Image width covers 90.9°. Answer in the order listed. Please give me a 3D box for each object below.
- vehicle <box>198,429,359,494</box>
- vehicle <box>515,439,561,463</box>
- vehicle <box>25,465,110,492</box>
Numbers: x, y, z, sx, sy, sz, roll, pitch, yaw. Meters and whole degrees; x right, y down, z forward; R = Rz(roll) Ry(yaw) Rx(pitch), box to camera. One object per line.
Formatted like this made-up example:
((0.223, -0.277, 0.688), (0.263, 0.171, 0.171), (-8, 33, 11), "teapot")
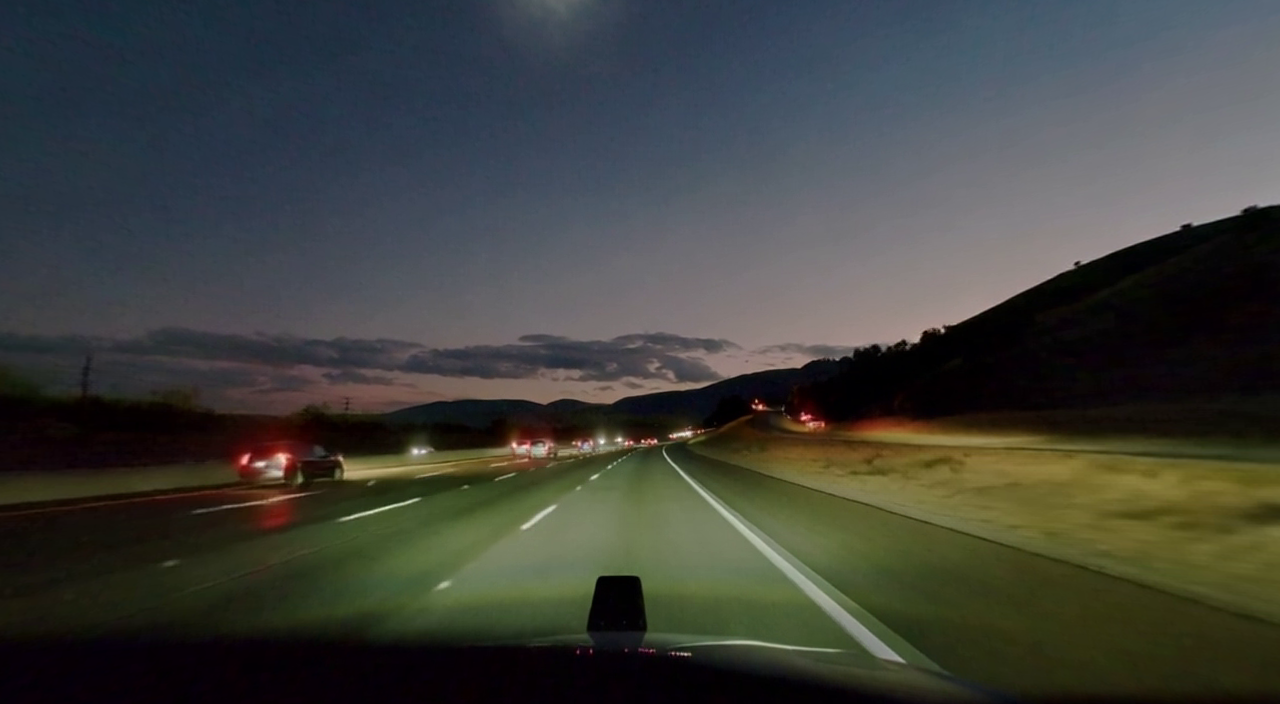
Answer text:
((-10.640, 3.240, 19.048), (2.122, 1.695, 4.437), (0, -8, 1), "vehicle")
((-6.584, 6.427, 41.164), (2.107, 1.484, 4.449), (0, -8, 2), "vehicle")
((-36.424, 8.031, 40.264), (1.735, 1.454, 3.873), (0, -8, 1), "vehicle")
